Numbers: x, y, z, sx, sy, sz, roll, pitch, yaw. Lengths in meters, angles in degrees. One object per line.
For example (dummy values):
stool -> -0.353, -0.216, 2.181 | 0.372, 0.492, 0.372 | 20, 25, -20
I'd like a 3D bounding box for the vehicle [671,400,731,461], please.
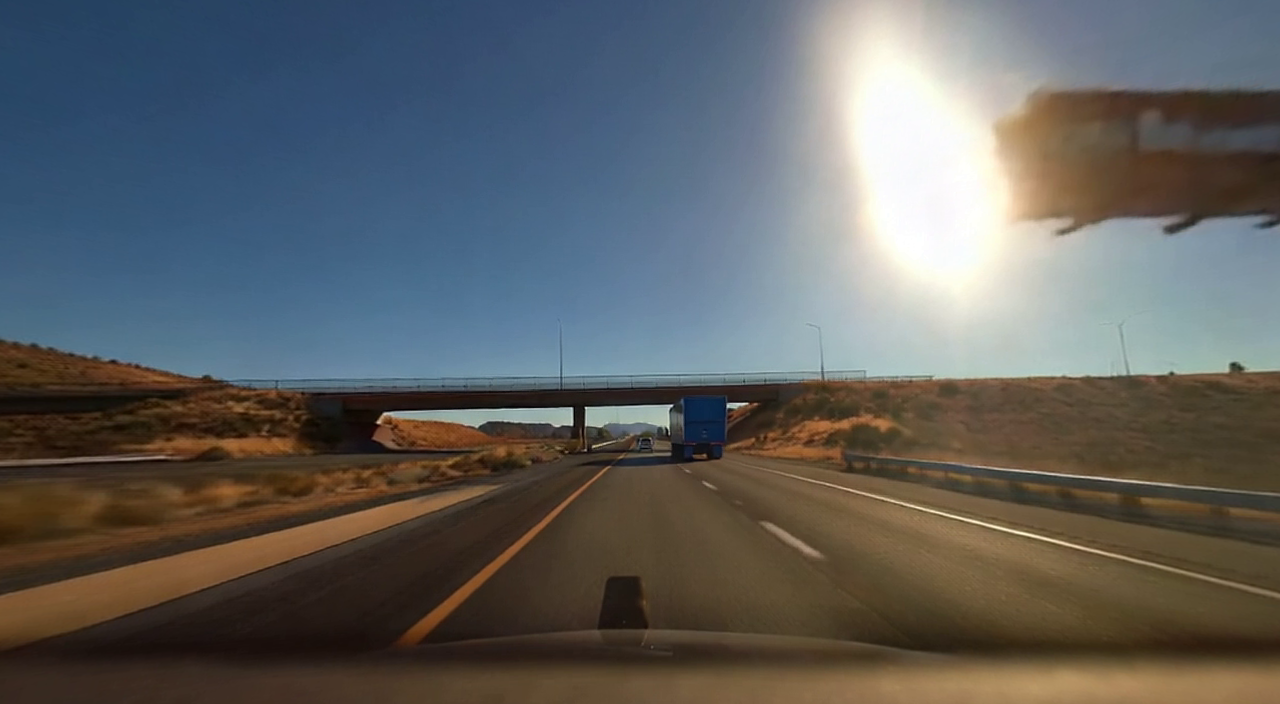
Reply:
vehicle -> 4.068, 5.630, 44.707 | 3.024, 3.834, 10.128 | 0, -8, -1
